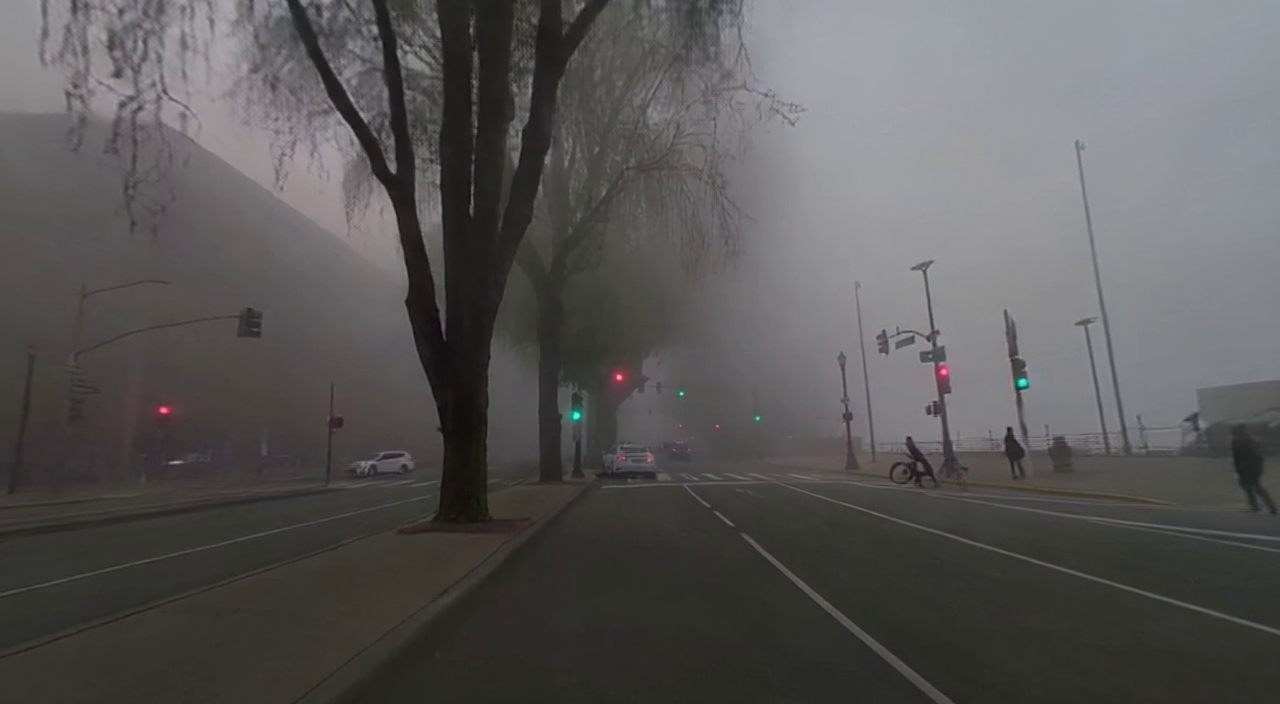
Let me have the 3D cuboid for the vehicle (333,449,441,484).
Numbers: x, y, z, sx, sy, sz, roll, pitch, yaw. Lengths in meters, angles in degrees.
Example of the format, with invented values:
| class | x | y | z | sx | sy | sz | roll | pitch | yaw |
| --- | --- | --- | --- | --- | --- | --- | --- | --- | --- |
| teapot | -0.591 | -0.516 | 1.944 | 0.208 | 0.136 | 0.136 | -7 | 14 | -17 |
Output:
| class | x | y | z | sx | sy | sz | roll | pitch | yaw |
| --- | --- | --- | --- | --- | --- | --- | --- | --- | --- |
| vehicle | -12.149 | 5.458 | 30.524 | 1.816 | 1.490 | 4.417 | -8 | -11 | 42 |

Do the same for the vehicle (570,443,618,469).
| class | x | y | z | sx | sy | sz | roll | pitch | yaw |
| --- | --- | --- | --- | --- | --- | --- | --- | --- | --- |
| vehicle | -2.882 | 6.303 | 38.629 | 2.036 | 1.467 | 3.979 | 2 | -9 | -17 |

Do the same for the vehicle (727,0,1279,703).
| class | x | y | z | sx | sy | sz | roll | pitch | yaw |
| --- | --- | --- | --- | --- | --- | --- | --- | --- | --- |
| vehicle | 3.328 | 0.233 | 5.048 | 3.250 | 3.731 | 13.693 | 0 | -8 | 0 |

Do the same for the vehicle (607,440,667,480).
| class | x | y | z | sx | sy | sz | roll | pitch | yaw |
| --- | --- | --- | --- | --- | --- | --- | --- | --- | --- |
| vehicle | -0.240 | 4.539 | 26.886 | 2.123 | 1.544 | 4.158 | 1 | -8 | -6 |

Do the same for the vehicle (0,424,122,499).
| class | x | y | z | sx | sy | sz | roll | pitch | yaw |
| --- | --- | --- | --- | --- | --- | --- | --- | --- | --- |
| vehicle | -29.733 | 5.005 | 28.821 | 9.150 | 3.310 | 2.988 | 6 | -12 | -38 |
